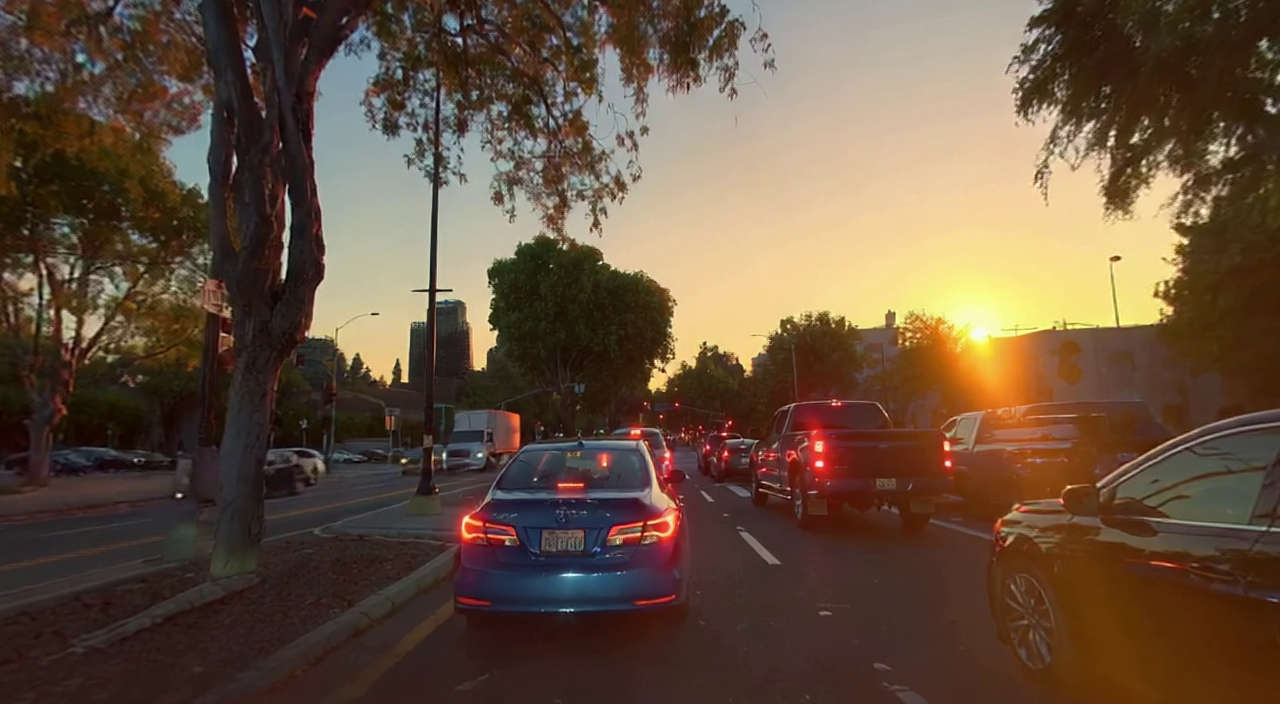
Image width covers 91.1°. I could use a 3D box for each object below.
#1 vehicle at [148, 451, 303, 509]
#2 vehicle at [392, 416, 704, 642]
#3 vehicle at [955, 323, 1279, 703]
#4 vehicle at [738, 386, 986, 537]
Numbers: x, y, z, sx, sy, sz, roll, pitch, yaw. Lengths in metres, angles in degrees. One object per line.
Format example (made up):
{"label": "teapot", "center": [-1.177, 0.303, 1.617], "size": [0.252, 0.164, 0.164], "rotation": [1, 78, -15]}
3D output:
{"label": "vehicle", "center": [-12.544, 3.858, 19.388], "size": [1.907, 1.522, 4.115], "rotation": [0, -9, 1]}
{"label": "vehicle", "center": [-0.565, 1.498, 6.324], "size": [2.111, 1.506, 4.018], "rotation": [0, -8, 2]}
{"label": "vehicle", "center": [3.166, 0.754, 2.057], "size": [1.982, 1.709, 4.427], "rotation": [0, -9, 1]}
{"label": "vehicle", "center": [3.538, 1.950, 11.677], "size": [2.444, 2.098, 5.766], "rotation": [0, -9, -1]}
